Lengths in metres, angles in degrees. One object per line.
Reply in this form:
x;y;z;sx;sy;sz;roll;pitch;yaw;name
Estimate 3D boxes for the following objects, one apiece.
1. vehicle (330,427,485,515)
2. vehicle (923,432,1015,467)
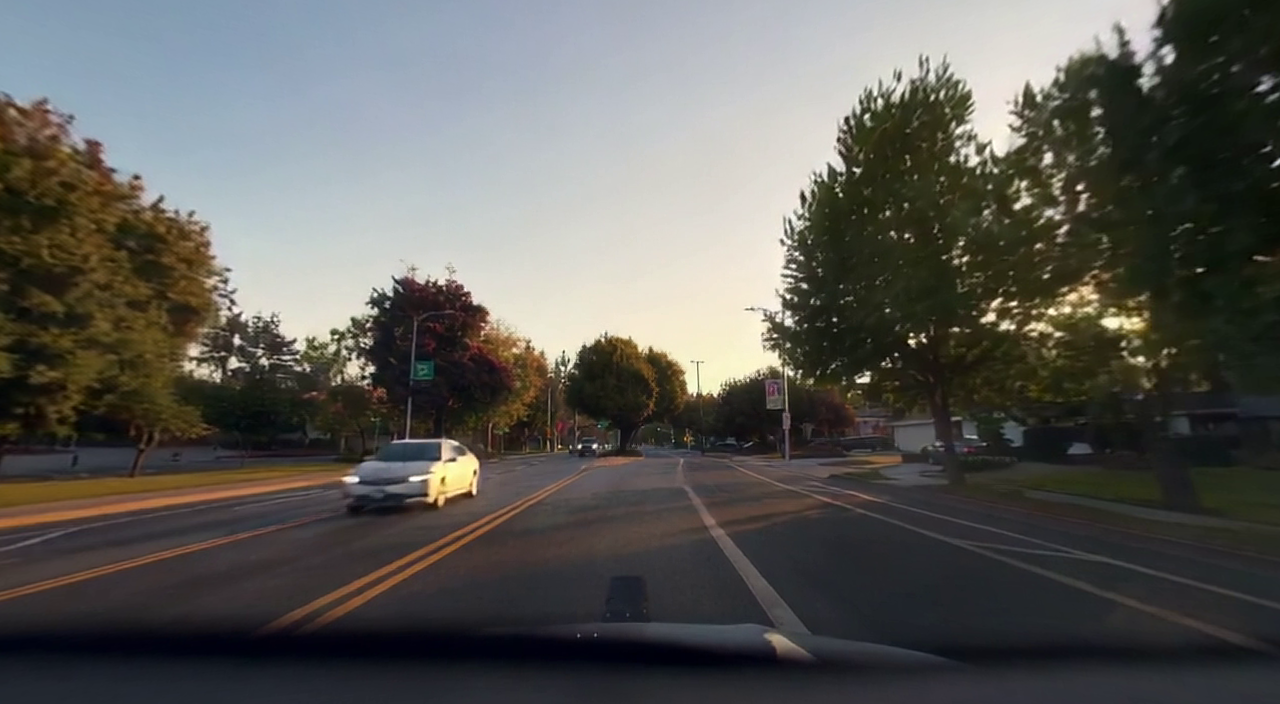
-4.609;2.396;13.168;1.774;1.525;3.897;0;-8;0;vehicle
15.966;4.755;30.901;1.901;1.547;4.411;0;-8;-4;vehicle
